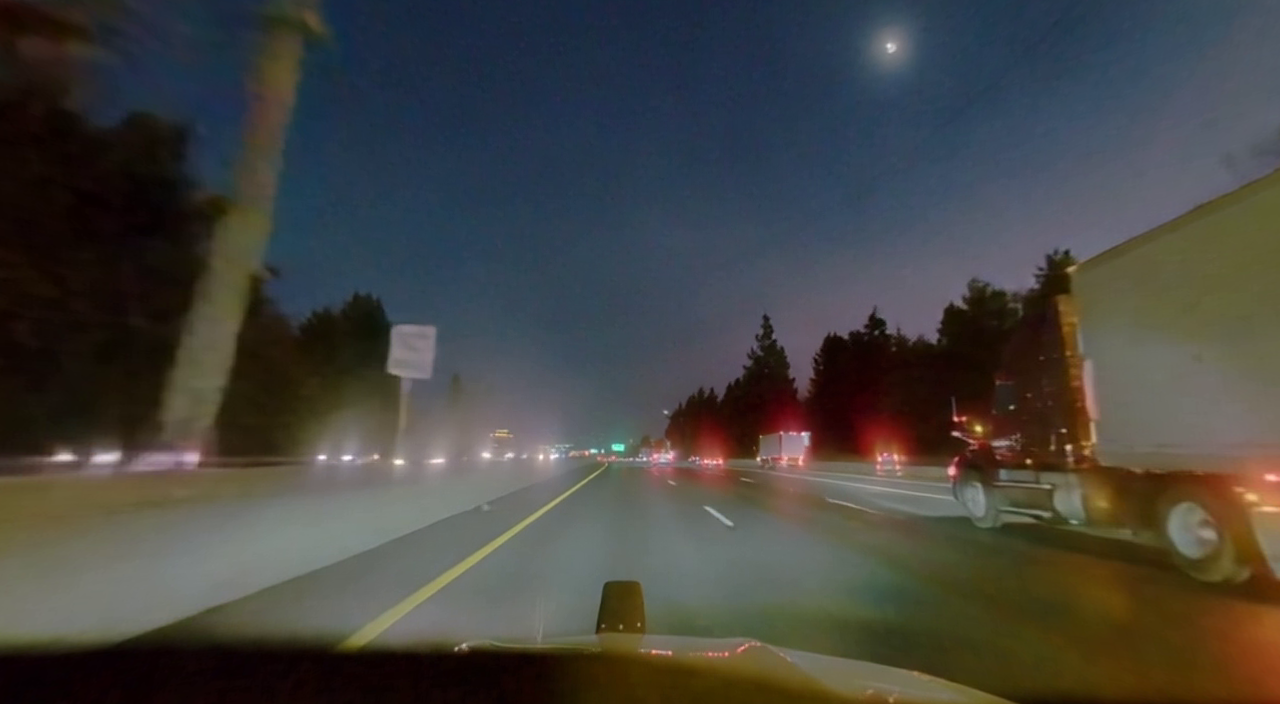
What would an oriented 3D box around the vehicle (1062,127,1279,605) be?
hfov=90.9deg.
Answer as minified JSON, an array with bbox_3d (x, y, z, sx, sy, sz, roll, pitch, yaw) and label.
[{"bbox_3d":[6.789,-0.577,0.904,2.890,4.006,14.039,0,-9,1],"label":"vehicle"}]

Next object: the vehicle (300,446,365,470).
[{"bbox_3d":[-19.872,6.865,40.922,1.964,1.478,4.587,0,-9,-1],"label":"vehicle"}]

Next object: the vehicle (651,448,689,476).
[{"bbox_3d":[1.745,6.598,38.071,2.111,1.599,3.859,0,-9,0],"label":"vehicle"}]

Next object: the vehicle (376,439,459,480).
[{"bbox_3d":[-8.736,4.256,25.139,1.789,1.478,4.146,0,-9,0],"label":"vehicle"}]

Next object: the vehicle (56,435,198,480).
[{"bbox_3d":[-19.302,3.995,24.027,1.830,1.564,4.271,0,-9,-1],"label":"vehicle"}]
